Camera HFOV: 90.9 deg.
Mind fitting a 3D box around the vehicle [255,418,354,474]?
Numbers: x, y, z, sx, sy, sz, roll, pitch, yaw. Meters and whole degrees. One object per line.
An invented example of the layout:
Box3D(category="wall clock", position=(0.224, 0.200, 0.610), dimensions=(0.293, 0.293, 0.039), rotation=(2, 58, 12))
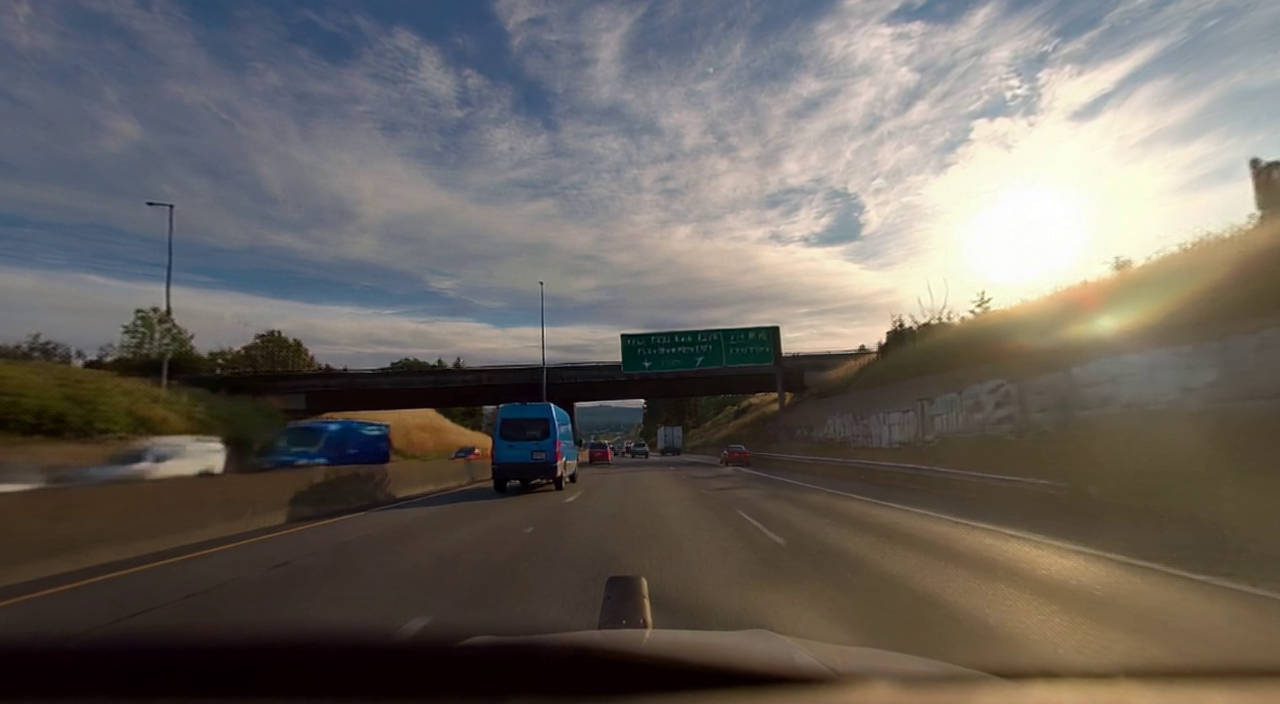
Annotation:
Box3D(category="vehicle", position=(-20.627, 5.864, 39.201), dimensions=(2.846, 3.181, 5.872), rotation=(0, -9, 0))

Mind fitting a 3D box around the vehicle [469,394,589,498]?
Box3D(category="vehicle", position=(-3.052, 2.825, 18.921), dimensions=(2.451, 2.627, 5.868), rotation=(0, -9, 1))

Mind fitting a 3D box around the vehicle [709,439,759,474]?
Box3D(category="vehicle", position=(4.793, 5.414, 32.746), dimensions=(1.936, 1.664, 4.198), rotation=(0, -9, 0))
